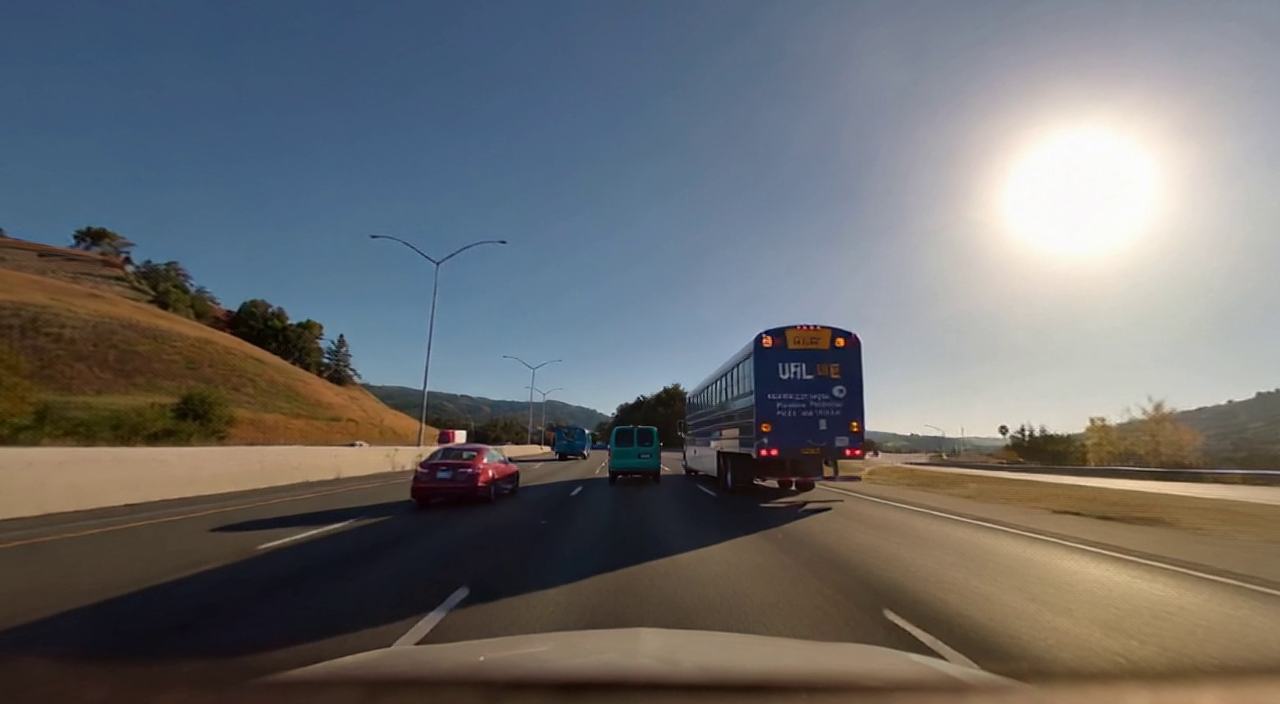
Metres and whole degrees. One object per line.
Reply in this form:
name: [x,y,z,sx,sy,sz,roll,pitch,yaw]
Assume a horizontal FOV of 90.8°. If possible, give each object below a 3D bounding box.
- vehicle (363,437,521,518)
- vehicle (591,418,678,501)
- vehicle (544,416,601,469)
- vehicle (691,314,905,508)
vehicle: [-4.010,2.596,13.656,2.039,1.453,4.197,0,-8,0]
vehicle: [-0.212,2.853,17.118,2.037,1.929,4.343,0,-8,-2]
vehicle: [-4.127,5.775,40.384,2.947,3.009,7.991,0,-8,-1]
vehicle: [3.836,2.168,19.967,3.006,4.101,13.245,0,-8,-2]
